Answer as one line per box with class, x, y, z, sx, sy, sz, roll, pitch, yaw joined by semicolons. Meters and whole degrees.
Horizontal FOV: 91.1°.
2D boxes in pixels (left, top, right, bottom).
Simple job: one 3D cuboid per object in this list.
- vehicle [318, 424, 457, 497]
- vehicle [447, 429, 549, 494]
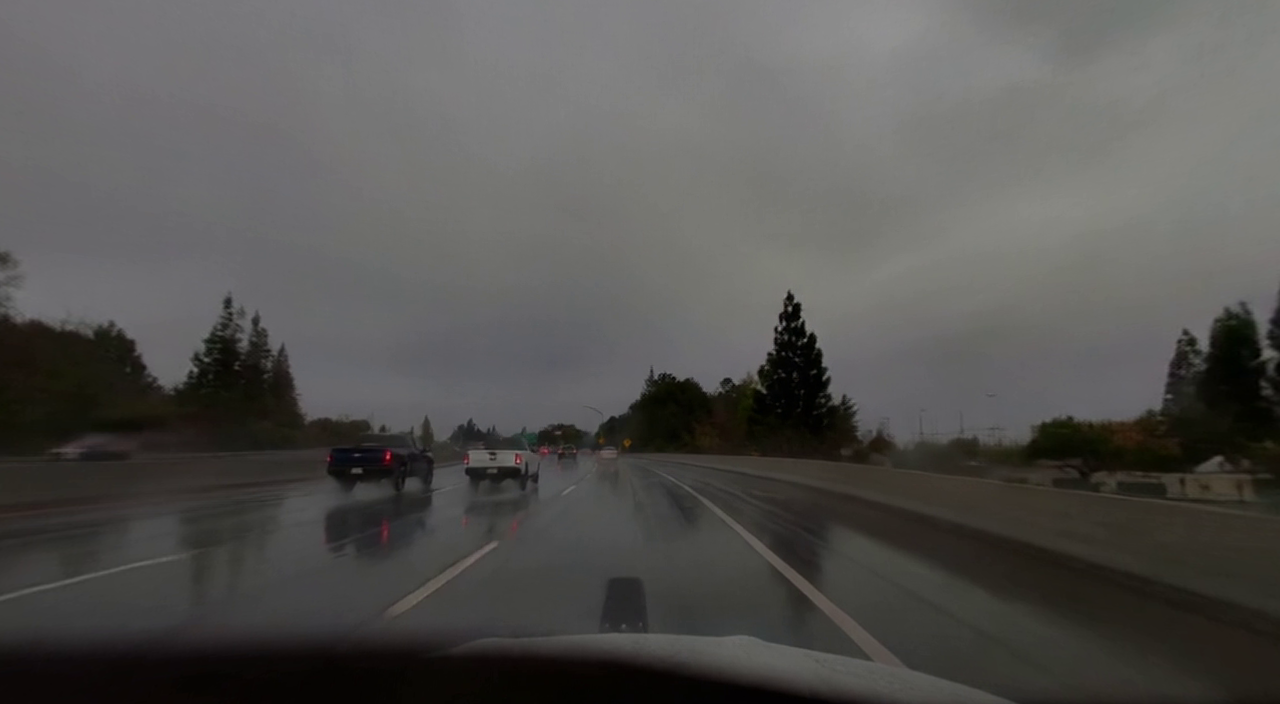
vehicle;-7.598;3.314;19.625;2.160;1.949;5.293;0;-8;0
vehicle;-4.302;3.410;19.945;2.142;1.789;5.009;0;-8;-1
